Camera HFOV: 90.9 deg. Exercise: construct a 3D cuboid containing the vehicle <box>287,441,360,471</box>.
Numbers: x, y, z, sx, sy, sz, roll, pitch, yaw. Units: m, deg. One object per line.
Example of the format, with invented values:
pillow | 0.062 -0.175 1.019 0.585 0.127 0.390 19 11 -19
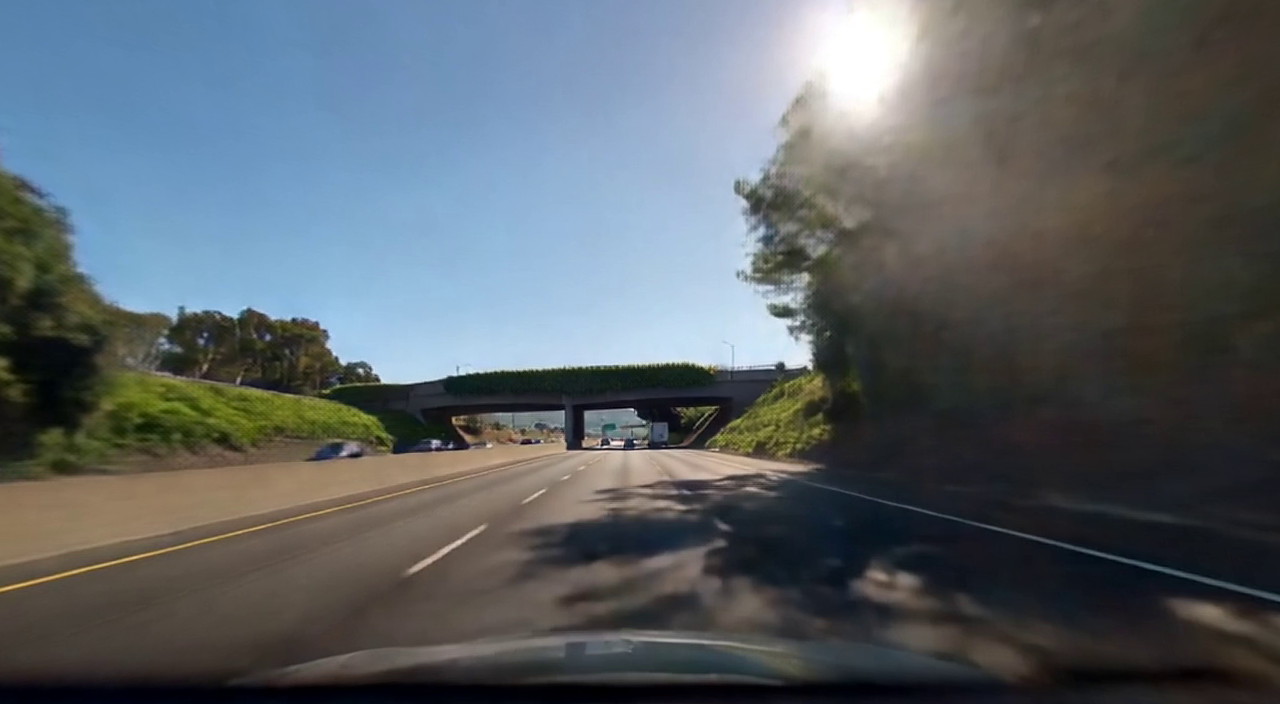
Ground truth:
vehicle | -16.864 5.550 33.814 1.818 1.468 4.144 0 -8 -1
